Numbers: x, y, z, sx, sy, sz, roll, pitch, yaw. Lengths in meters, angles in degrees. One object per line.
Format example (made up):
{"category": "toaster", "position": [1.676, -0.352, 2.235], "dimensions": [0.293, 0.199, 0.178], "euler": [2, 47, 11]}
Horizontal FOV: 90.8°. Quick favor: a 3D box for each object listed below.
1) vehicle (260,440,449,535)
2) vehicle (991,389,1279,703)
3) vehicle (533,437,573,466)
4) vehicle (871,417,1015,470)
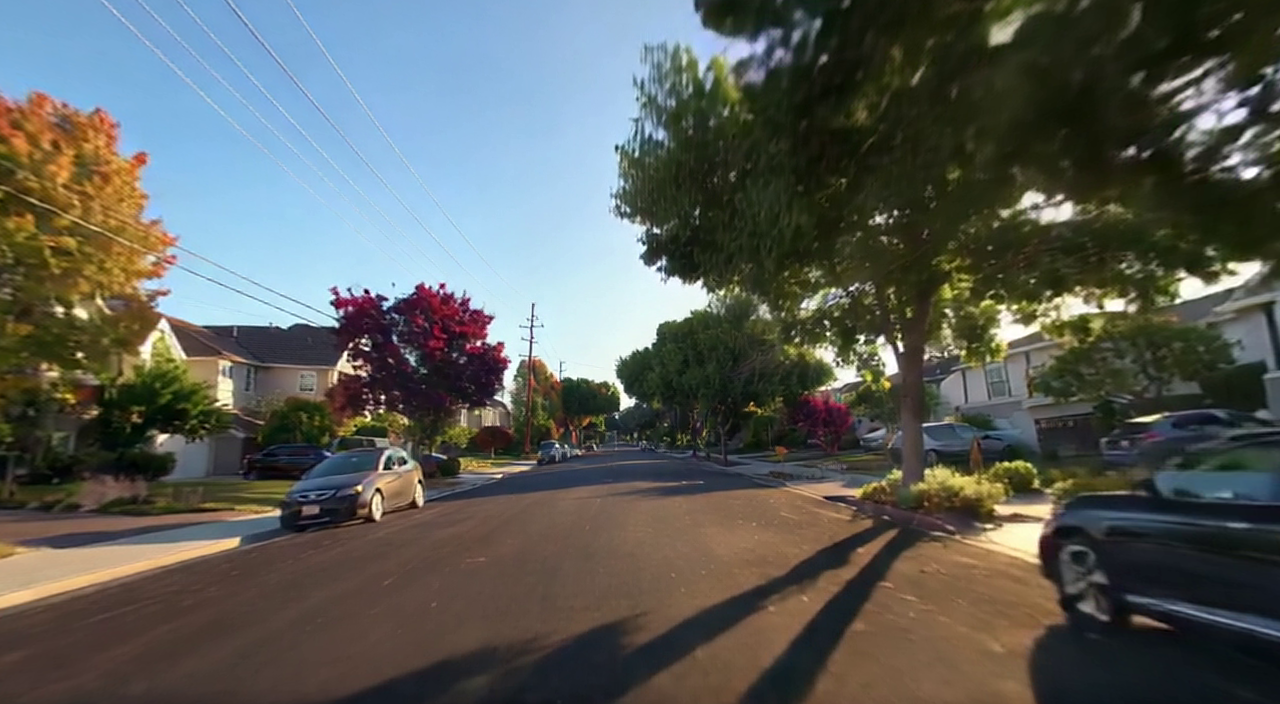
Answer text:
{"category": "vehicle", "position": [-6.034, 2.857, 14.214], "dimensions": [1.954, 1.551, 5.128], "euler": [-3, -7, -1]}
{"category": "vehicle", "position": [4.045, 1.004, 3.276], "dimensions": [2.020, 1.558, 3.925], "euler": [1, -8, -3]}
{"category": "vehicle", "position": [-6.471, 7.450, 47.519], "dimensions": [2.240, 1.940, 5.429], "euler": [-2, -9, -1]}
{"category": "vehicle", "position": [11.077, 3.432, 23.444], "dimensions": [4.293, 1.657, 1.961], "euler": [-4, -10, 9]}
